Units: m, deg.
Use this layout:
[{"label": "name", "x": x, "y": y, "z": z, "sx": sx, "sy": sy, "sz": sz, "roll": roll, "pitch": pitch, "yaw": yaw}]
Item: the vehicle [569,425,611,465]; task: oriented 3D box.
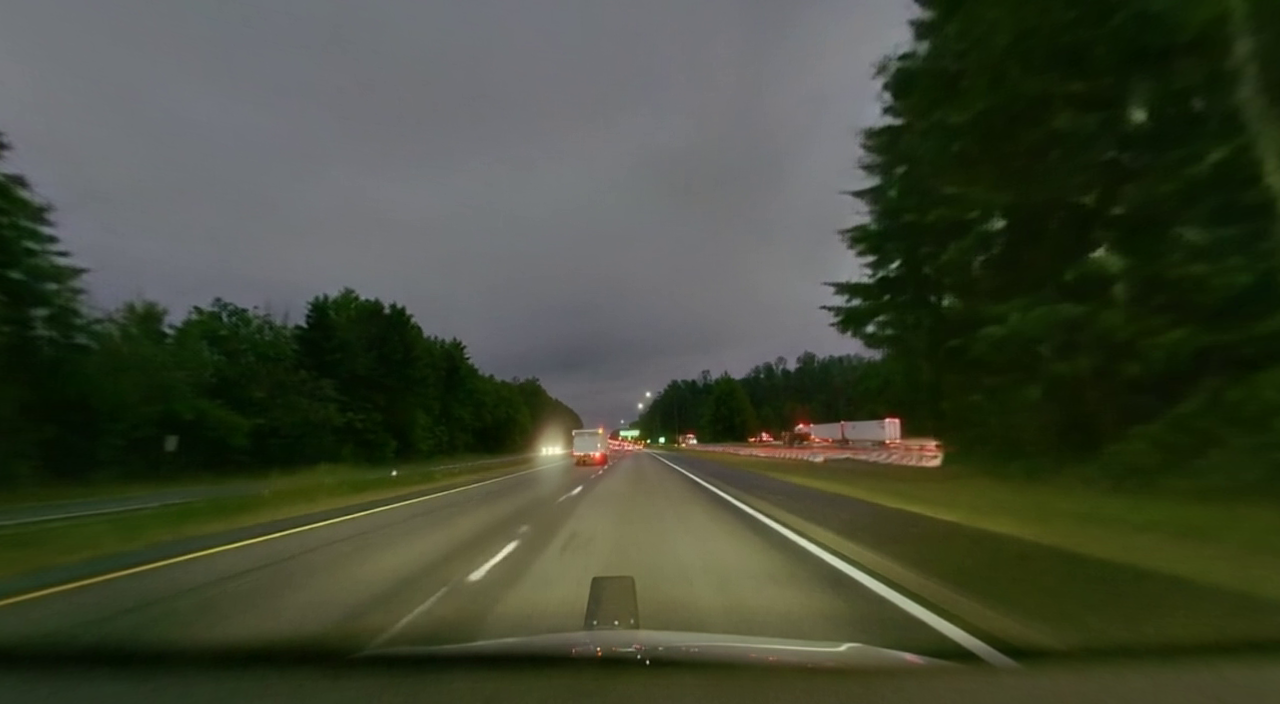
[{"label": "vehicle", "x": -3.470, "y": 6.642, "z": 44.942, "sx": 2.484, "sy": 2.625, "sz": 5.907, "roll": 0, "pitch": -8, "yaw": 0}]
